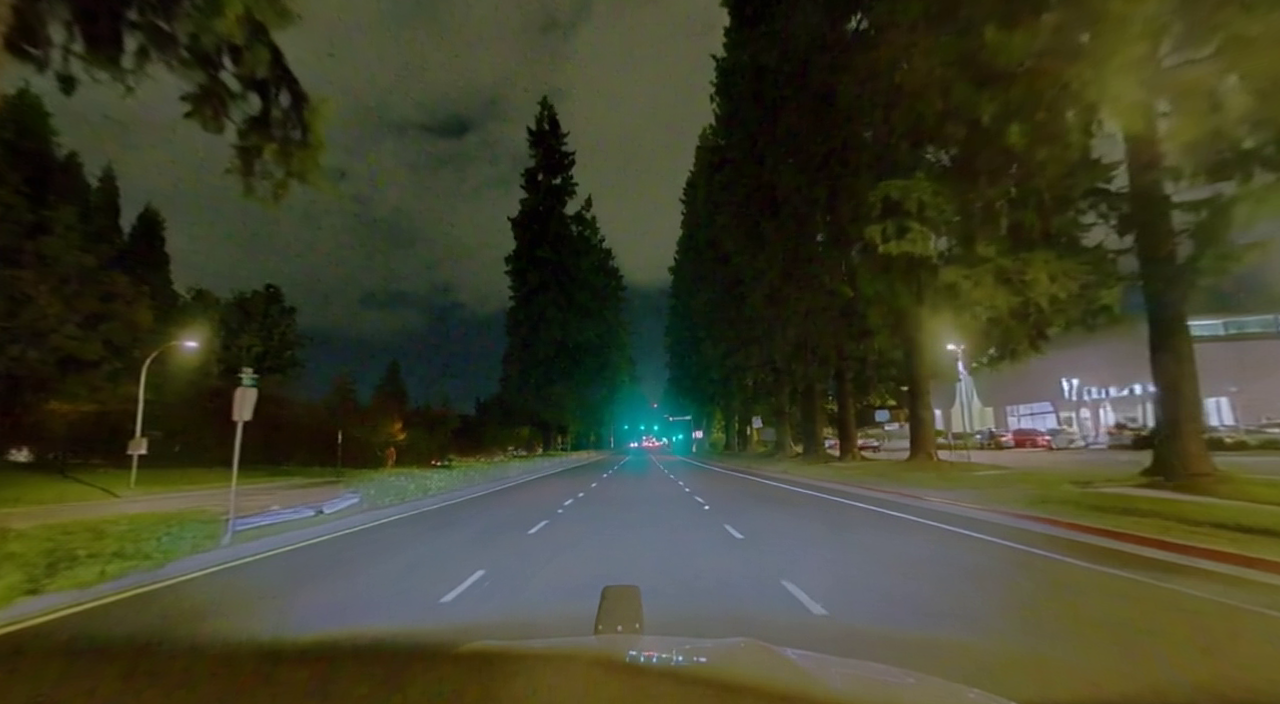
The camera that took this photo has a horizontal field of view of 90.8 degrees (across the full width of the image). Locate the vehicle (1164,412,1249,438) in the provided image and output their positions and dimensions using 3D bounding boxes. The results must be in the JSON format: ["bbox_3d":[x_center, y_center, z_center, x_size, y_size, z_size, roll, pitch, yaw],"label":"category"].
[{"bbox_3d":[42.303,5.495,47.329,1.865,1.737,4.703,0,-9,-1],"label":"vehicle"}]

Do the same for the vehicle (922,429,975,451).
[{"bbox_3d":[23.215,6.676,47.719,1.954,1.583,4.269,-1,-8,2],"label":"vehicle"}]

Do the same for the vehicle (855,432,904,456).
[{"bbox_3d":[17.855,6.892,47.295,1.907,1.601,4.253,-3,-9,0],"label":"vehicle"}]

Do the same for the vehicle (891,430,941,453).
[{"bbox_3d":[20.529,6.710,47.169,1.914,1.585,4.157,-1,-8,1],"label":"vehicle"}]

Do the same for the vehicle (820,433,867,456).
[{"bbox_3d":[15.292,6.994,47.667,1.946,1.633,4.367,-1,-8,-2],"label":"vehicle"}]

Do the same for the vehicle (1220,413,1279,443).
[{"bbox_3d":[34.229,4.096,33.849,1.850,1.490,4.701,-1,-9,2],"label":"vehicle"}]

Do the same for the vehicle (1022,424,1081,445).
[{"bbox_3d":[31.277,6.325,48.173,1.862,1.537,4.113,-1,-9,2],"label":"vehicle"}]

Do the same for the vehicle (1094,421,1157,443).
[{"bbox_3d":[36.746,6.105,47.922,1.766,1.510,3.703,0,-9,-2],"label":"vehicle"}]

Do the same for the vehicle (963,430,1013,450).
[{"bbox_3d":[25.901,6.602,47.109,1.719,1.431,3.666,-1,-9,2],"label":"vehicle"}]
